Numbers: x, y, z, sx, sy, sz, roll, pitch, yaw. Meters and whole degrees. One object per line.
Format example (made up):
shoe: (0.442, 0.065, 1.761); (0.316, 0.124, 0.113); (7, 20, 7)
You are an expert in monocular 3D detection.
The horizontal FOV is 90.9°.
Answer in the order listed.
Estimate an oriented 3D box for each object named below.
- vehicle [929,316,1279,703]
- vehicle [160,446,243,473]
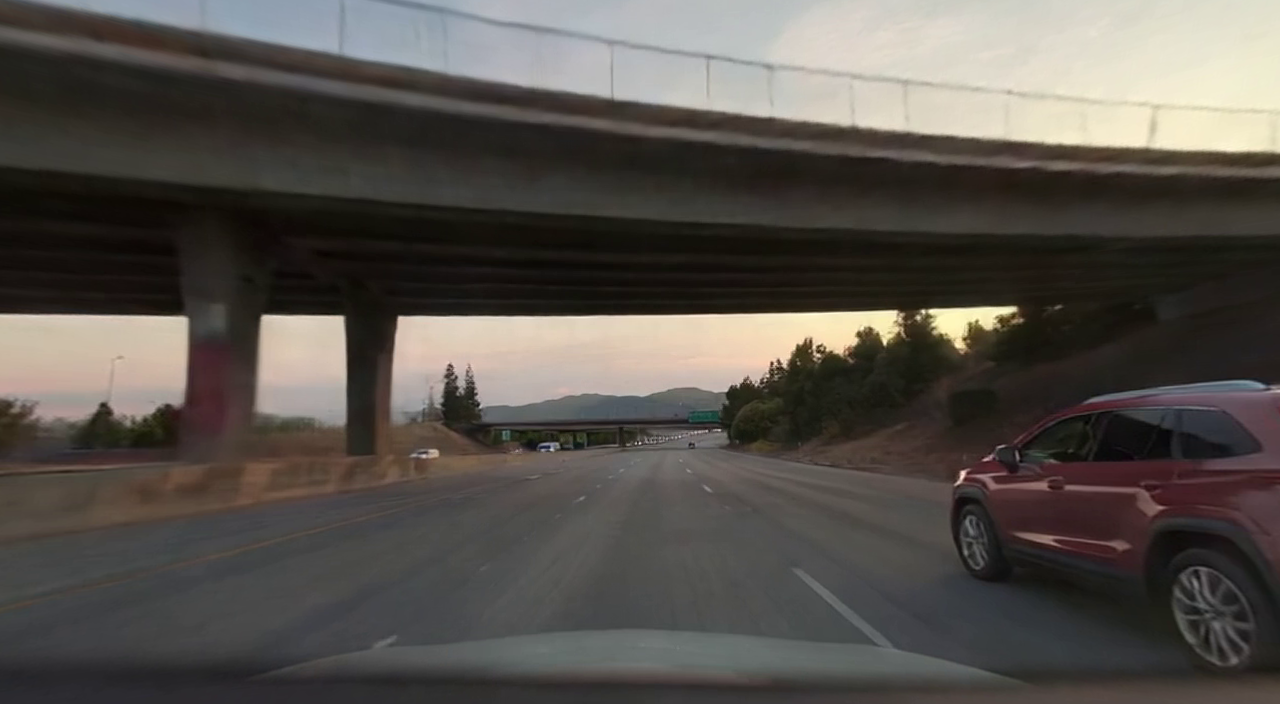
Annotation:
vehicle: (3.593, 0.850, 3.335); (2.019, 1.732, 4.579); (0, -8, 1)
vehicle: (-29.421, 7.191, 42.491); (1.935, 1.691, 4.440); (-2, -9, 9)
